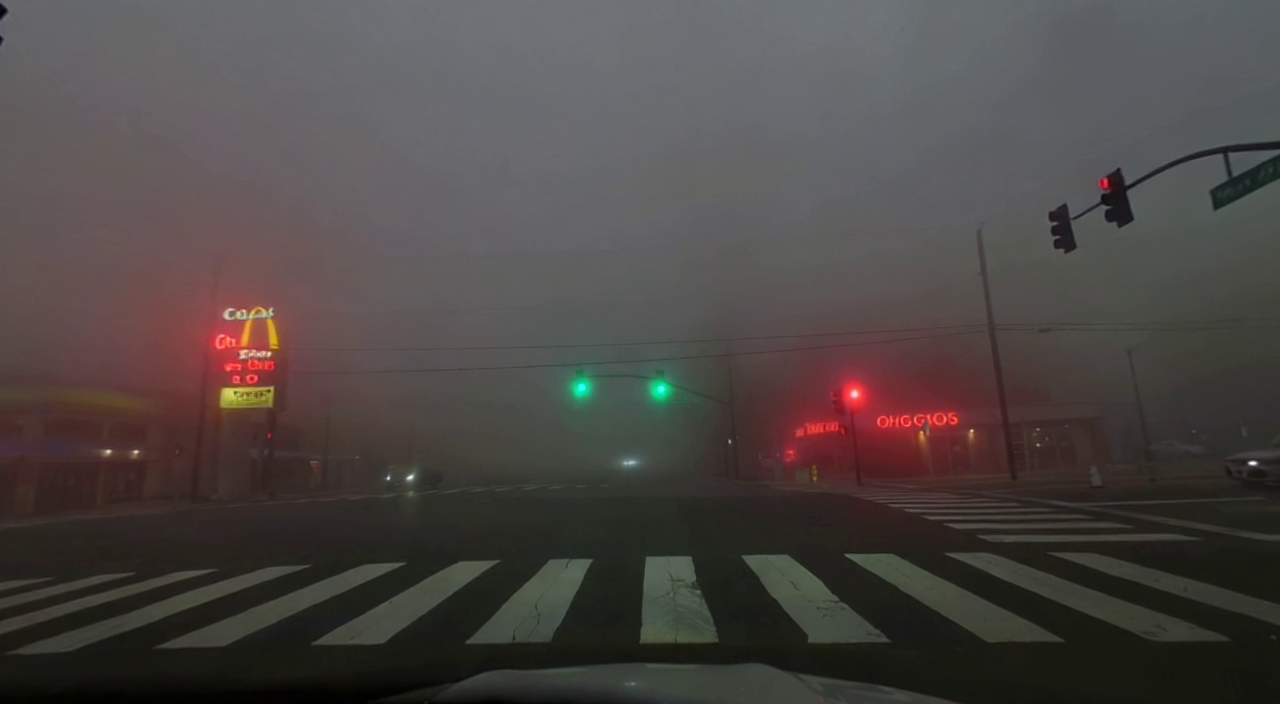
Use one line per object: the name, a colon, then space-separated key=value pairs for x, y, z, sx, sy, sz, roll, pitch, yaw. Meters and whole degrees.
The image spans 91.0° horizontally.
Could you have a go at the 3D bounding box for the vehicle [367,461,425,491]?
vehicle: x=-19.205 y=9.738 z=49.816 sx=2.227 sy=2.033 sz=5.614 roll=0 pitch=-9 yaw=1

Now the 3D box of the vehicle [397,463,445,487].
vehicle: x=-15.743 y=8.832 z=45.409 sx=1.931 sy=1.471 sz=4.152 roll=0 pitch=-9 yaw=0

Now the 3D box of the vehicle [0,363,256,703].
vehicle: x=-3.408 y=0.737 z=1.405 sx=2.081 sy=1.644 sz=4.523 roll=0 pitch=-9 yaw=2
